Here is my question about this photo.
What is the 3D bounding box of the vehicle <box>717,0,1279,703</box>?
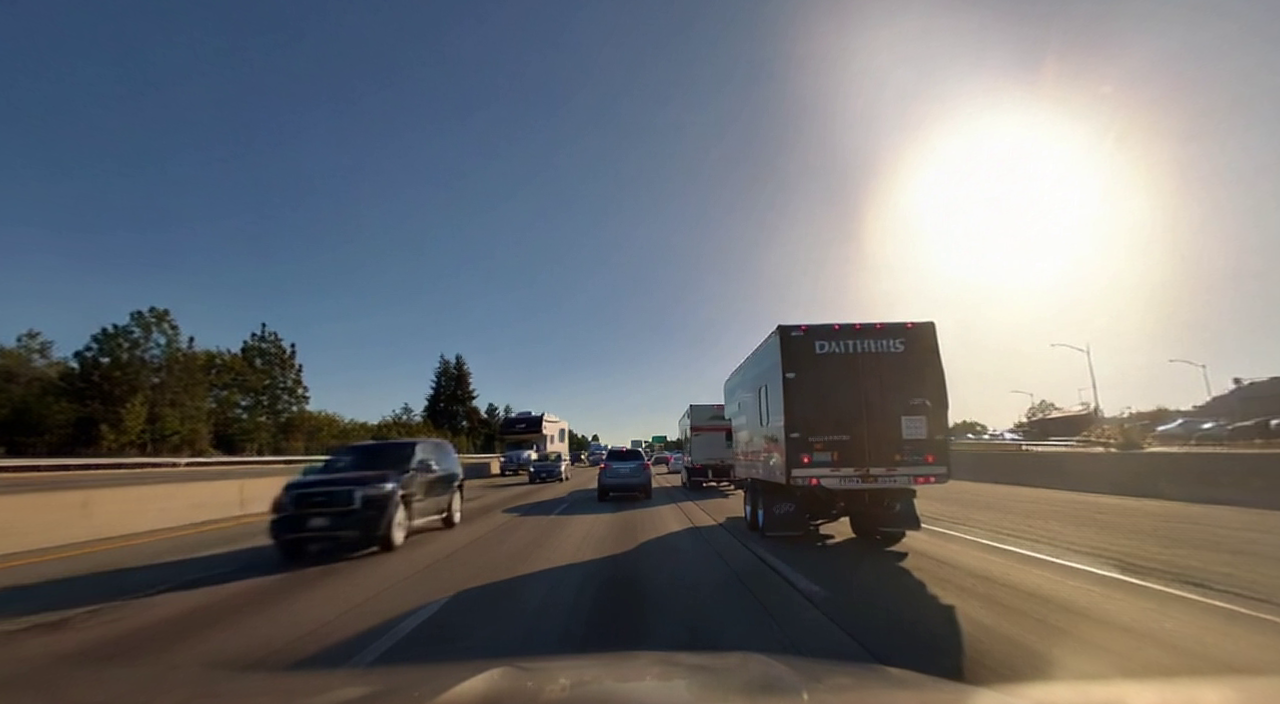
[{"bbox_3d":[2.901,-0.242,3.109,2.934,4.123,15.785,0,-9,0],"label":"vehicle"}]

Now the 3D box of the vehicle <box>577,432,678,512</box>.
[{"bbox_3d":[-0.285,2.938,15.892,2.201,1.719,4.058,0,-9,-1],"label":"vehicle"}]

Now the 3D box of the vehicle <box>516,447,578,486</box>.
[{"bbox_3d":[-3.838,4.807,26.710,1.980,1.499,3.944,0,-9,1],"label":"vehicle"}]

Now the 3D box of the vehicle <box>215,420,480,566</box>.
[{"bbox_3d":[-4.012,1.998,9.628,2.074,1.717,4.089,0,-9,0],"label":"vehicle"}]
